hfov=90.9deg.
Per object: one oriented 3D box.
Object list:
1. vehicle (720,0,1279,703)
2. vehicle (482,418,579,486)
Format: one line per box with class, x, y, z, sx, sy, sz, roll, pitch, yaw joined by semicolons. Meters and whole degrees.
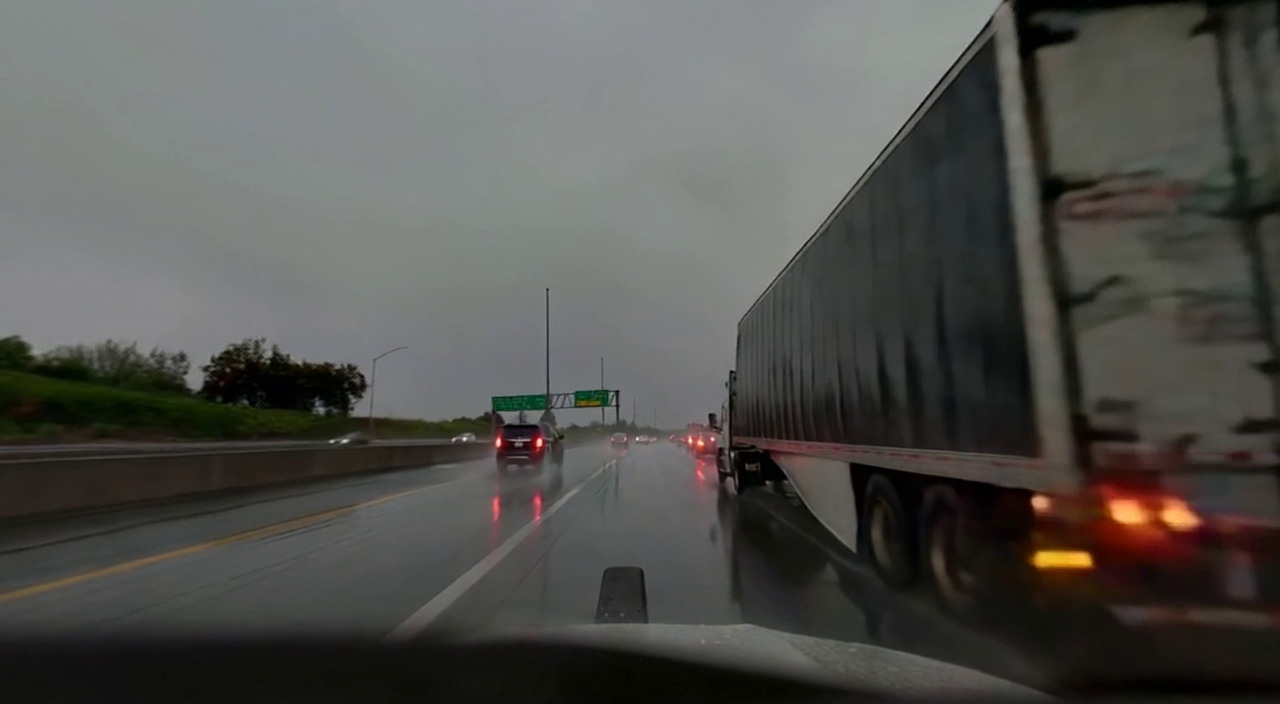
vehicle;3.866;0.772;11.140;2.903;4.190;15.630;0;-8;0
vehicle;-3.033;2.887;18.438;2.006;1.741;4.277;-1;-8;1
